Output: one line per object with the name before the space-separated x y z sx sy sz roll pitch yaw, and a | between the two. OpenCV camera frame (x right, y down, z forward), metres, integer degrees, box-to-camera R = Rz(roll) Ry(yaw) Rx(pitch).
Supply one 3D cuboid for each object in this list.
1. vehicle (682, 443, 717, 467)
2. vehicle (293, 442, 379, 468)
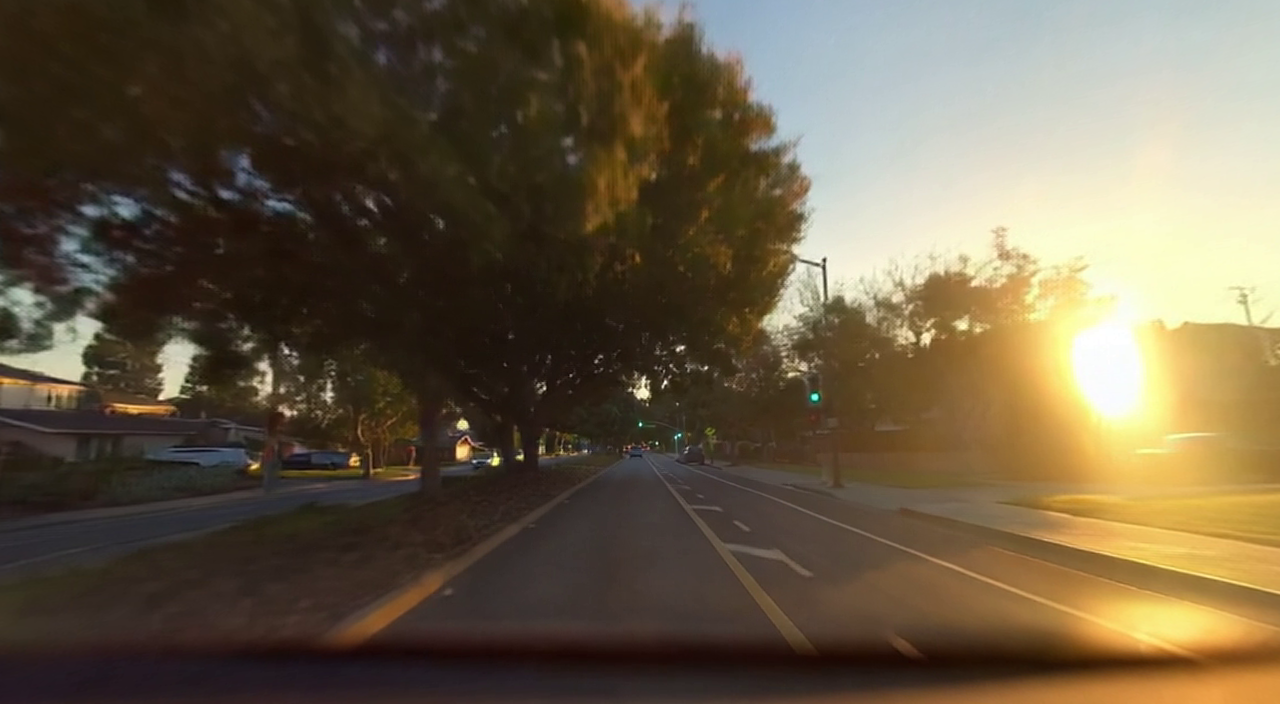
vehicle | 4.651 8.067 49.803 2.180 1.782 4.790 0 -9 -1
vehicle | -21.209 7.171 44.209 4.853 1.754 2.095 0 -9 2
